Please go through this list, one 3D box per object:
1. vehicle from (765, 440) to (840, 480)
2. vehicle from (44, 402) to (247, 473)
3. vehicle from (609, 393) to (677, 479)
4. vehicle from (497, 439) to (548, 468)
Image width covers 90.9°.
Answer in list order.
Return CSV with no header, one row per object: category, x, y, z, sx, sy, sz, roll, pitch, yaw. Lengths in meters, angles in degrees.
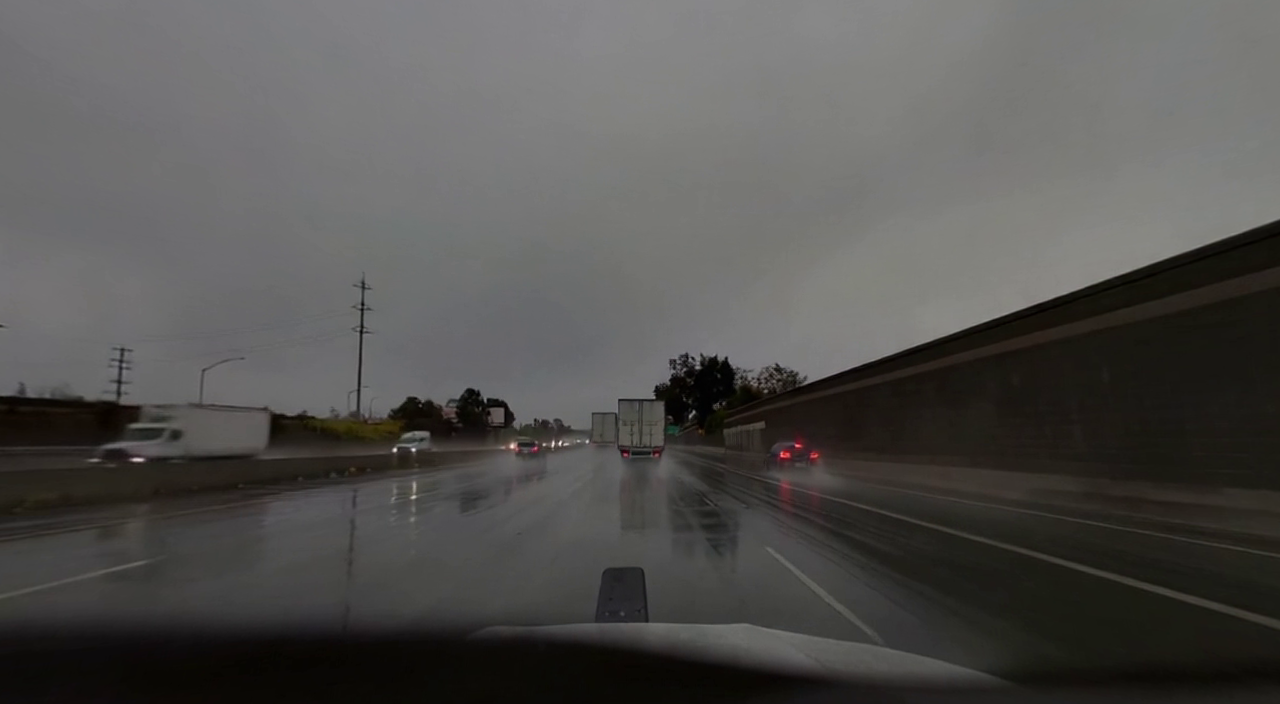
vehicle,6.803,4.566,26.968,1.969,1.560,4.394,0,-8,-1
vehicle,-19.022,3.406,24.966,2.825,2.420,6.603,0,-8,-2
vehicle,0.045,4.534,35.420,3.054,3.944,11.230,-2,-6,-1
vehicle,-6.795,5.919,36.976,1.992,1.547,4.673,0,-8,1
